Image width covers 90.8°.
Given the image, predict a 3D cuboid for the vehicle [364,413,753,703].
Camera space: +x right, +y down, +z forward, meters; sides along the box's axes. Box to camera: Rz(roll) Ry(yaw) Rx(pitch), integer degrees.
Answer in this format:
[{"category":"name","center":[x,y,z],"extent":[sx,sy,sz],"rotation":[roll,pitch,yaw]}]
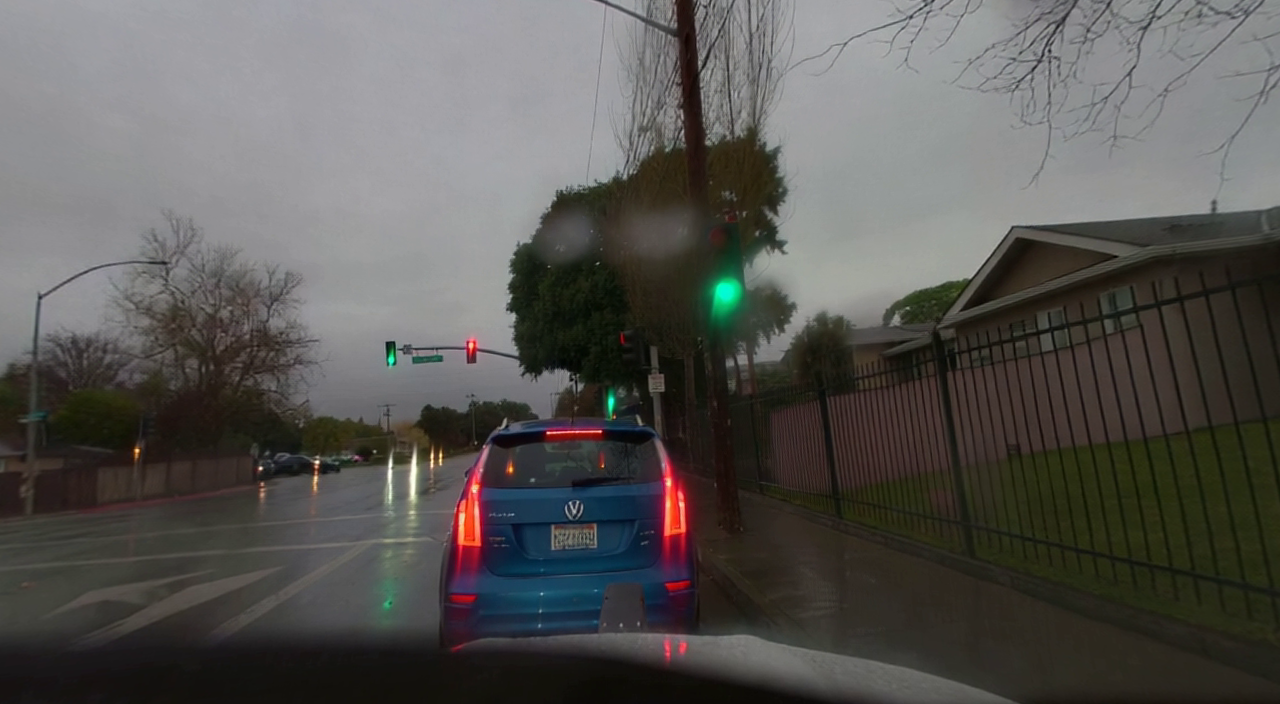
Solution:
[{"category":"vehicle","center":[-0.670,1.361,5.227],"extent":[2.024,1.502,3.702],"rotation":[1,-9,-9]}]
